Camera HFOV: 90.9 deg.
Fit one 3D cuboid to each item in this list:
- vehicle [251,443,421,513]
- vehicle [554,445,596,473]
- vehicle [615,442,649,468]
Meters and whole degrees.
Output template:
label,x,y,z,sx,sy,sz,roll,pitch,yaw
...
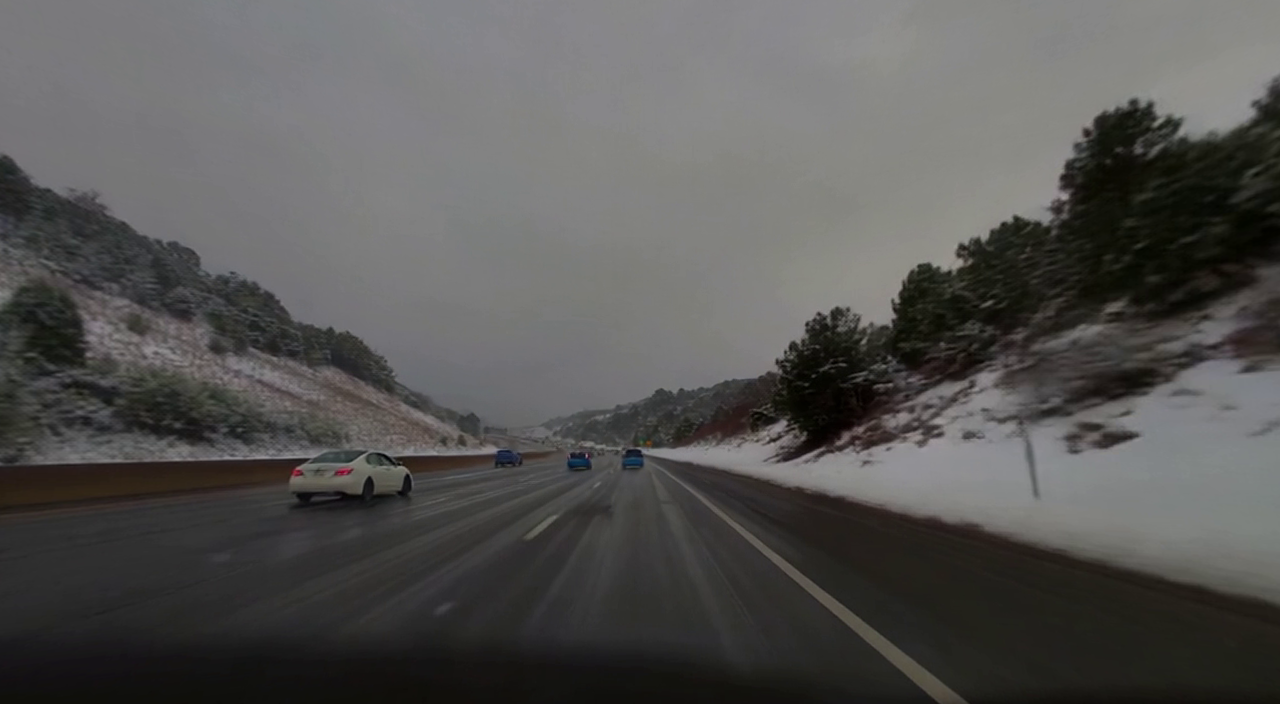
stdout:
label,x,y,z,sx,sy,sz,roll,pitch,yaw
vehicle,-7.182,2.984,15.505,1.991,1.441,4.265,0,-8,1
vehicle,-3.880,6.457,38.296,2.144,1.505,4.649,0,-8,-1
vehicle,-0.594,7.076,43.458,2.225,1.674,4.044,0,-8,-2
